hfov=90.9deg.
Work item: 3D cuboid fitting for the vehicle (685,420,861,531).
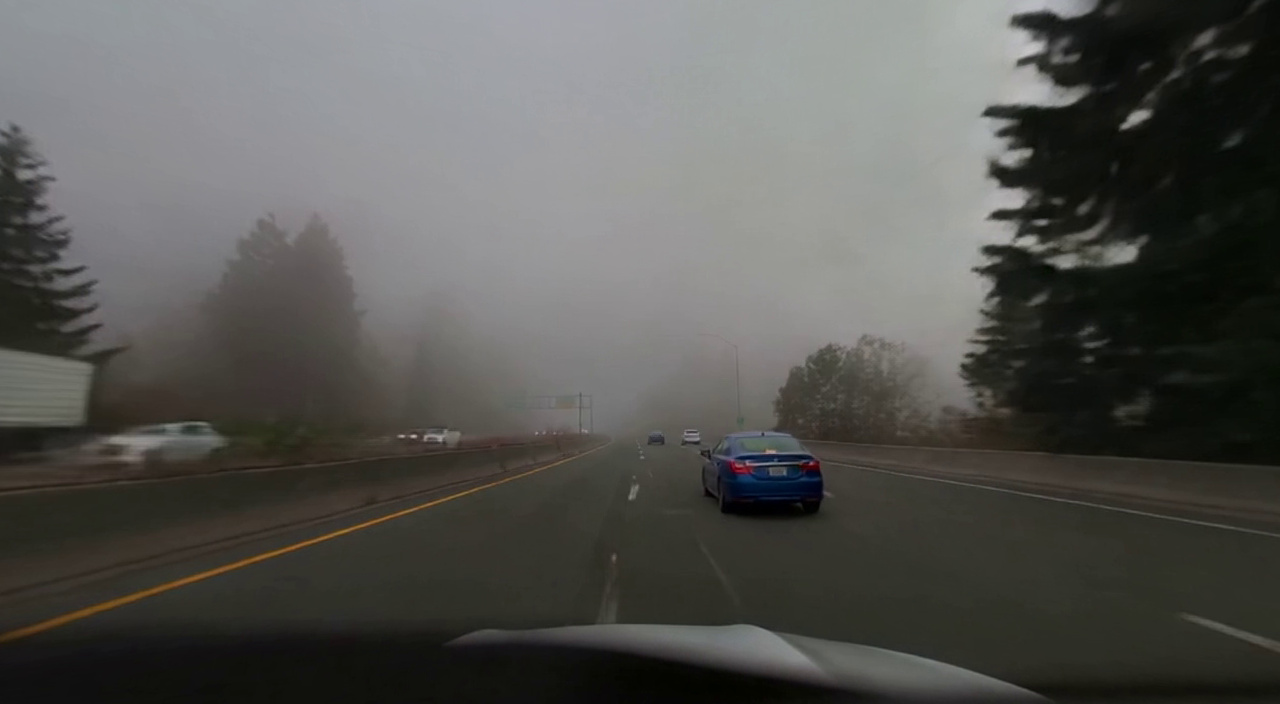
[{"bbox_3d":[1.900,1.905,10.437,1.977,1.443,4.225,0,-8,0],"label":"vehicle"}]

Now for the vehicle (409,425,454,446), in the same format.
[{"bbox_3d":[-16.213,6.518,49.199,2.012,1.579,4.363,0,-8,0],"label":"vehicle"}]

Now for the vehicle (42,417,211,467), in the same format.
[{"bbox_3d":[-16.449,2.912,20.520,1.875,1.454,4.252,0,-8,1],"label":"vehicle"}]
